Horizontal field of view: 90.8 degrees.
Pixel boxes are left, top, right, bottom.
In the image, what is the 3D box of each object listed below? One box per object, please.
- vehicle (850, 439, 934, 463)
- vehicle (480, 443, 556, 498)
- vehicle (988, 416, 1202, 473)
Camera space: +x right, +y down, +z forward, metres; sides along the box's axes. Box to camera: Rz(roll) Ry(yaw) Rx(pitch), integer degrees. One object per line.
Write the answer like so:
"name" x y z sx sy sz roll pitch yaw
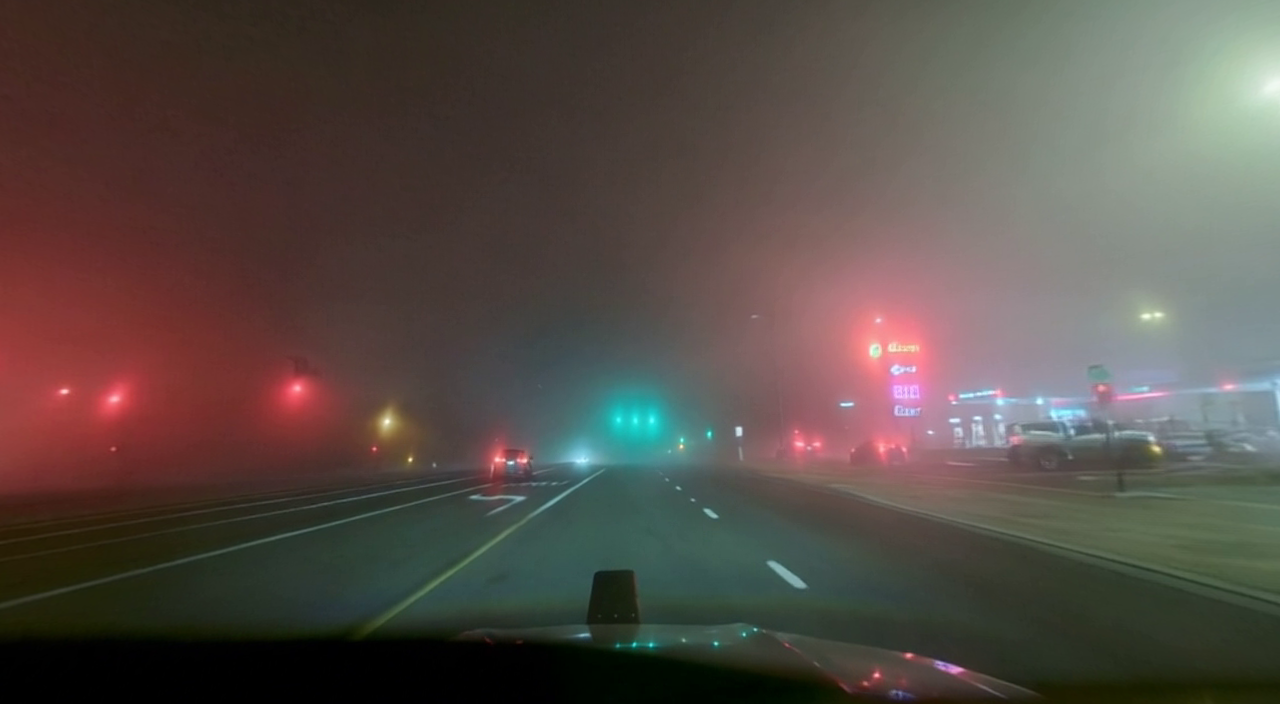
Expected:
"vehicle" 16.152 6.380 40.681 4.549 1.492 1.981 0 -9 3
"vehicle" -3.784 3.703 20.251 2.073 1.525 4.809 1 -9 -8
"vehicle" 14.366 2.950 20.169 5.317 1.700 1.901 0 -9 -1
